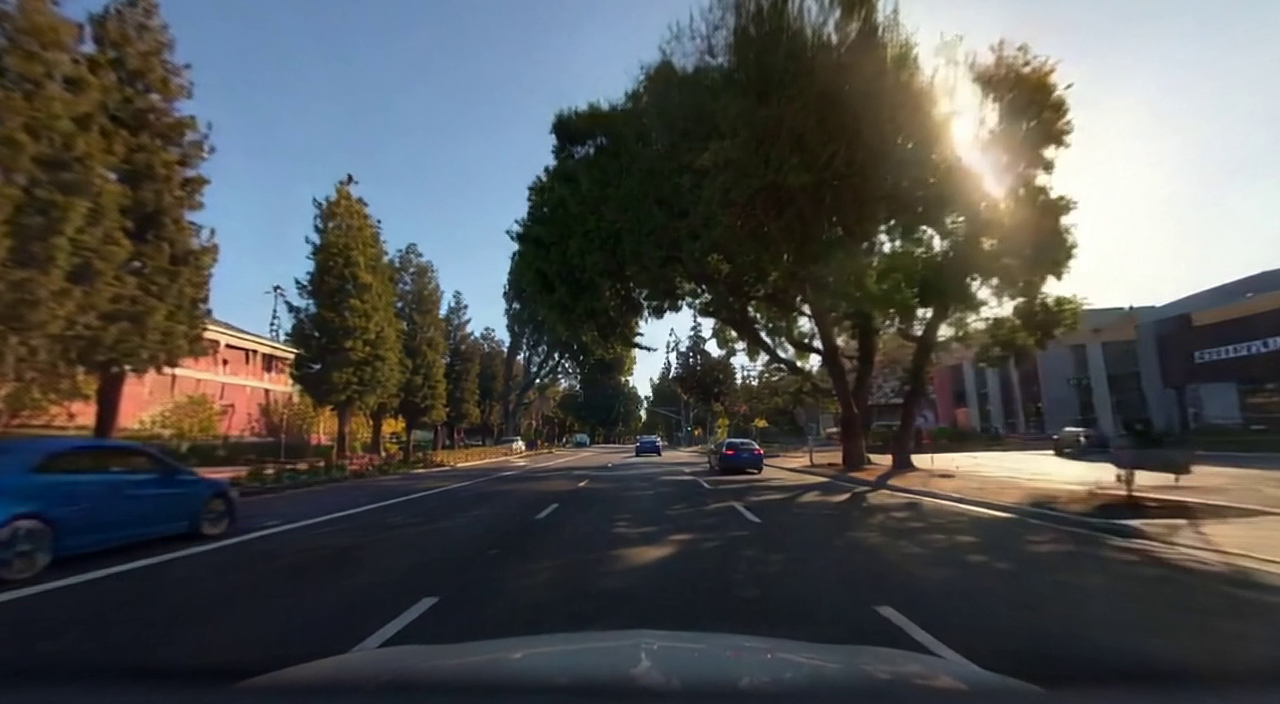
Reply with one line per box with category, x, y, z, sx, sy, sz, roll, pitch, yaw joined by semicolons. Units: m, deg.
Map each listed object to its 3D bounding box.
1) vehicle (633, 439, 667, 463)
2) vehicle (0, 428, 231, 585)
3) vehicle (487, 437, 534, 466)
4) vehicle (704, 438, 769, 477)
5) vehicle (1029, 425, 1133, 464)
vehicle;0.734;6.565;41.989;2.001;1.504;4.212;-1;-8;5
vehicle;-6.971;1.637;7.192;1.993;1.444;3.965;0;-8;-1
vehicle;-7.518;5.714;36.272;2.127;1.562;4.402;2;-9;-17
vehicle;3.957;4.422;26.634;1.977;1.474;4.399;0;-8;-1
vehicle;25.925;5.500;37.354;2.244;2.120;5.471;0;-8;2
